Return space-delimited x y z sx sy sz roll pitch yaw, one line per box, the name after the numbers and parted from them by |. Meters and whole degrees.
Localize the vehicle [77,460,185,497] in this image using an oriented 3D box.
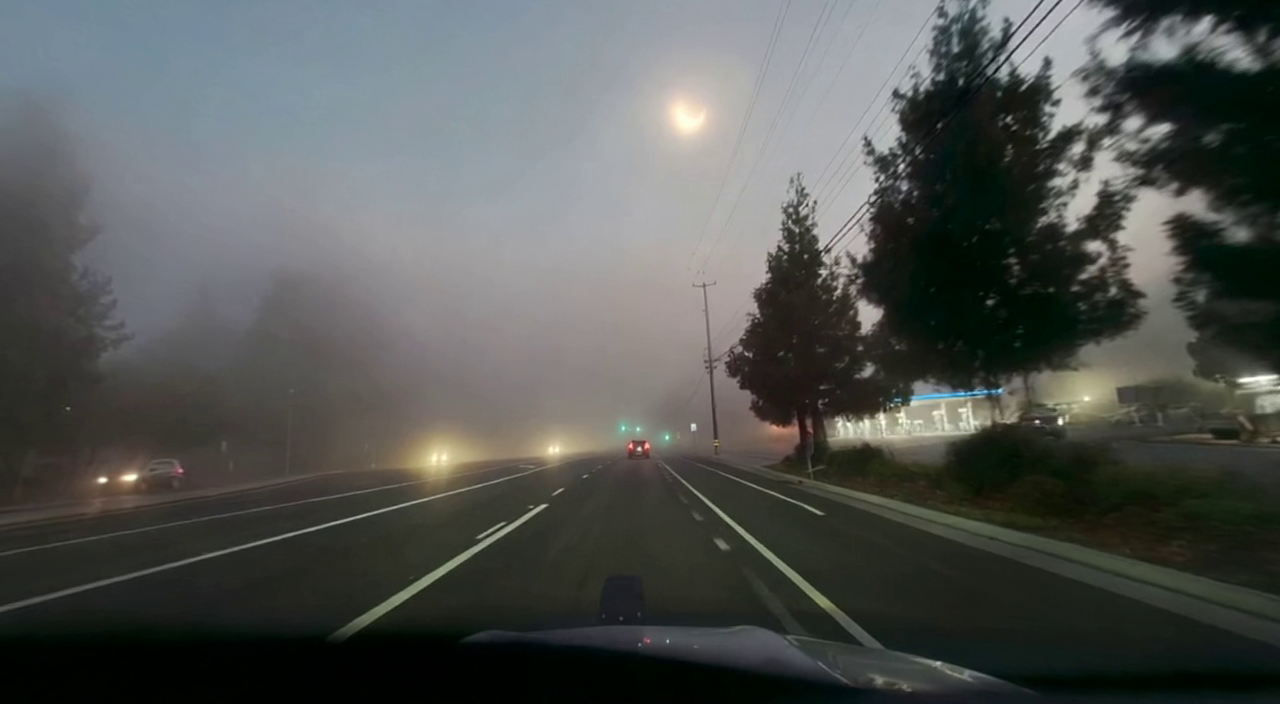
-28.079 6.968 35.147 1.914 1.762 5.067 0 -9 -2 | vehicle
